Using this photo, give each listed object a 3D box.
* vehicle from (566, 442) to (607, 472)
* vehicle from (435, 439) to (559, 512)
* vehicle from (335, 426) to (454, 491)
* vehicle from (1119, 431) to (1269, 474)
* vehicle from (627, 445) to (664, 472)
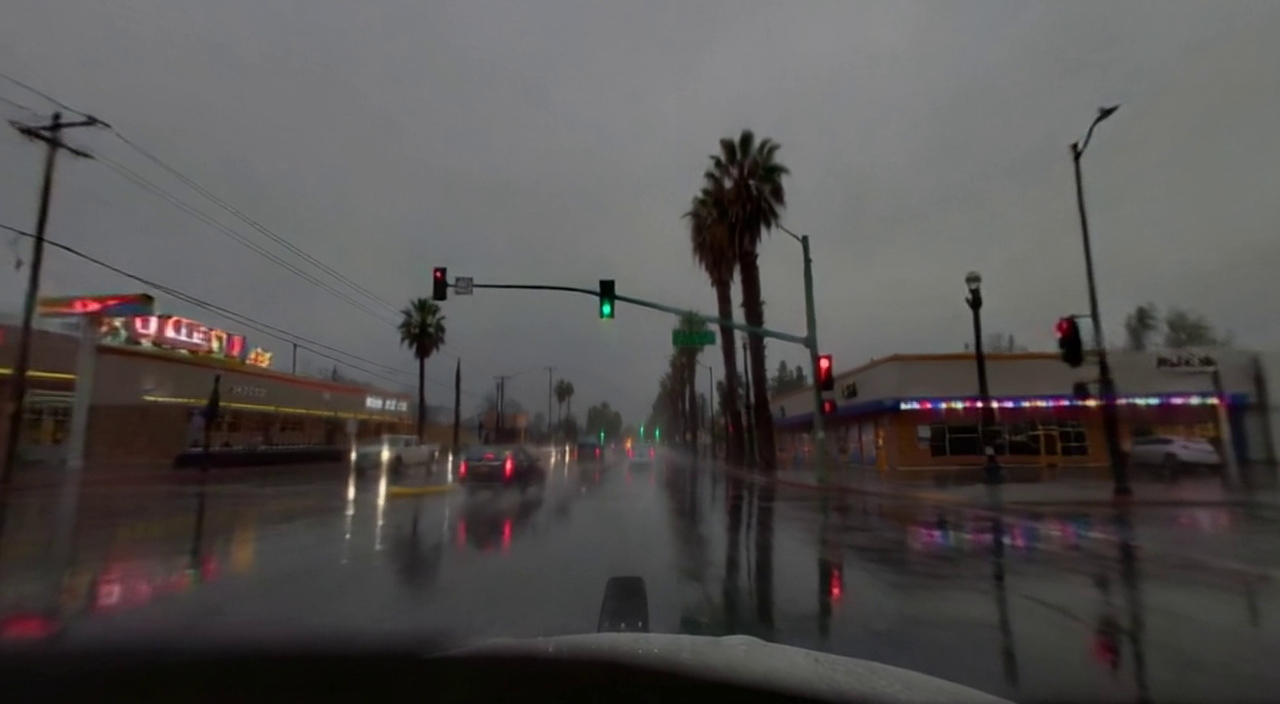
[{"bbox_3d":[-3.012,6.020,36.338,1.979,1.634,3.957,0,-8,1],"label":"vehicle"},{"bbox_3d":[-3.292,2.908,15.427,1.904,1.513,4.410,0,-8,2],"label":"vehicle"},{"bbox_3d":[-8.267,3.630,21.743,2.058,1.929,5.123,-1,-8,0],"label":"vehicle"},{"bbox_3d":[22.853,4.148,26.027,4.415,1.622,1.955,-8,-12,44],"label":"vehicle"},{"bbox_3d":[0.312,6.381,37.958,2.094,1.496,4.070,0,-8,0],"label":"vehicle"}]
